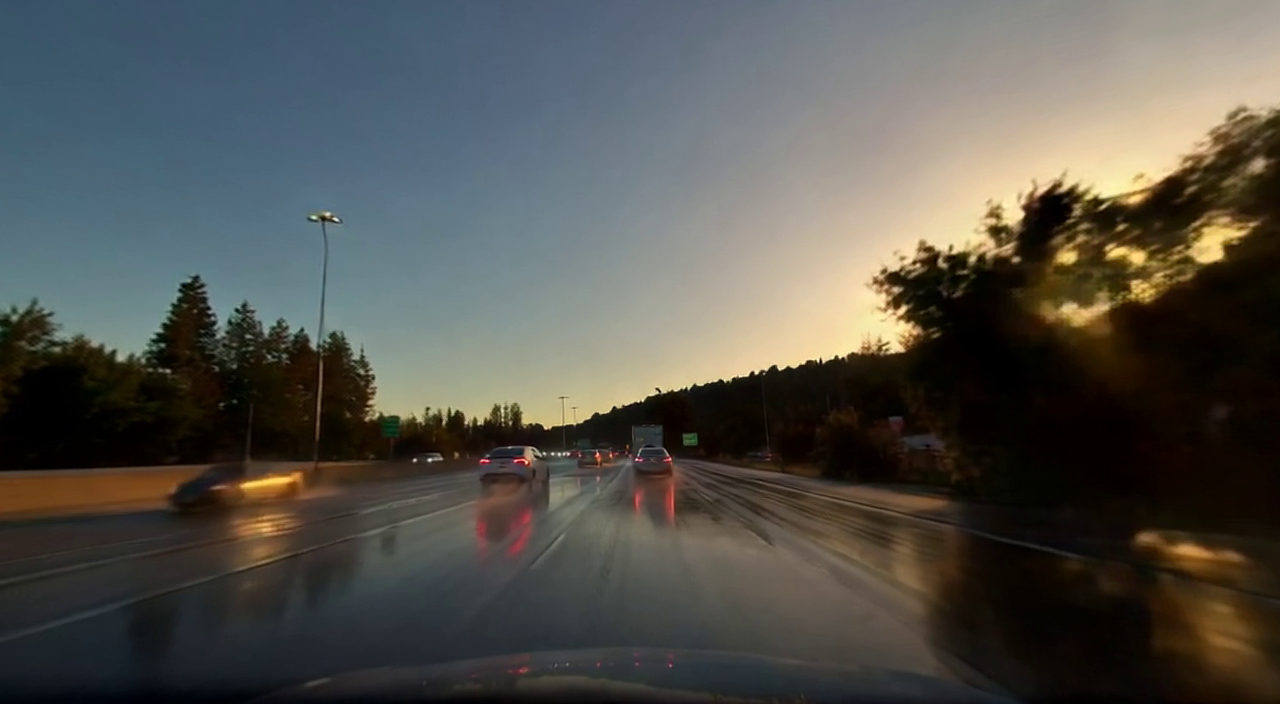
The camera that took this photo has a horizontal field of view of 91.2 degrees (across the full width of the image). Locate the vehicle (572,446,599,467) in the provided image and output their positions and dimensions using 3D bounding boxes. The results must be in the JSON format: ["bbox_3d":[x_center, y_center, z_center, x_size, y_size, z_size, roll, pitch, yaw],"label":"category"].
[{"bbox_3d":[-4.232,8.193,49.157,1.837,1.530,3.844,0,-9,-1],"label":"vehicle"}]

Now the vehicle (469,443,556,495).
[{"bbox_3d":[-4.059,3.801,20.743,1.940,1.502,4.463,0,-9,0],"label":"vehicle"}]

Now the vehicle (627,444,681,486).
[{"bbox_3d":[0.518,4.566,25.656,2.015,1.526,4.286,0,-9,0],"label":"vehicle"}]
